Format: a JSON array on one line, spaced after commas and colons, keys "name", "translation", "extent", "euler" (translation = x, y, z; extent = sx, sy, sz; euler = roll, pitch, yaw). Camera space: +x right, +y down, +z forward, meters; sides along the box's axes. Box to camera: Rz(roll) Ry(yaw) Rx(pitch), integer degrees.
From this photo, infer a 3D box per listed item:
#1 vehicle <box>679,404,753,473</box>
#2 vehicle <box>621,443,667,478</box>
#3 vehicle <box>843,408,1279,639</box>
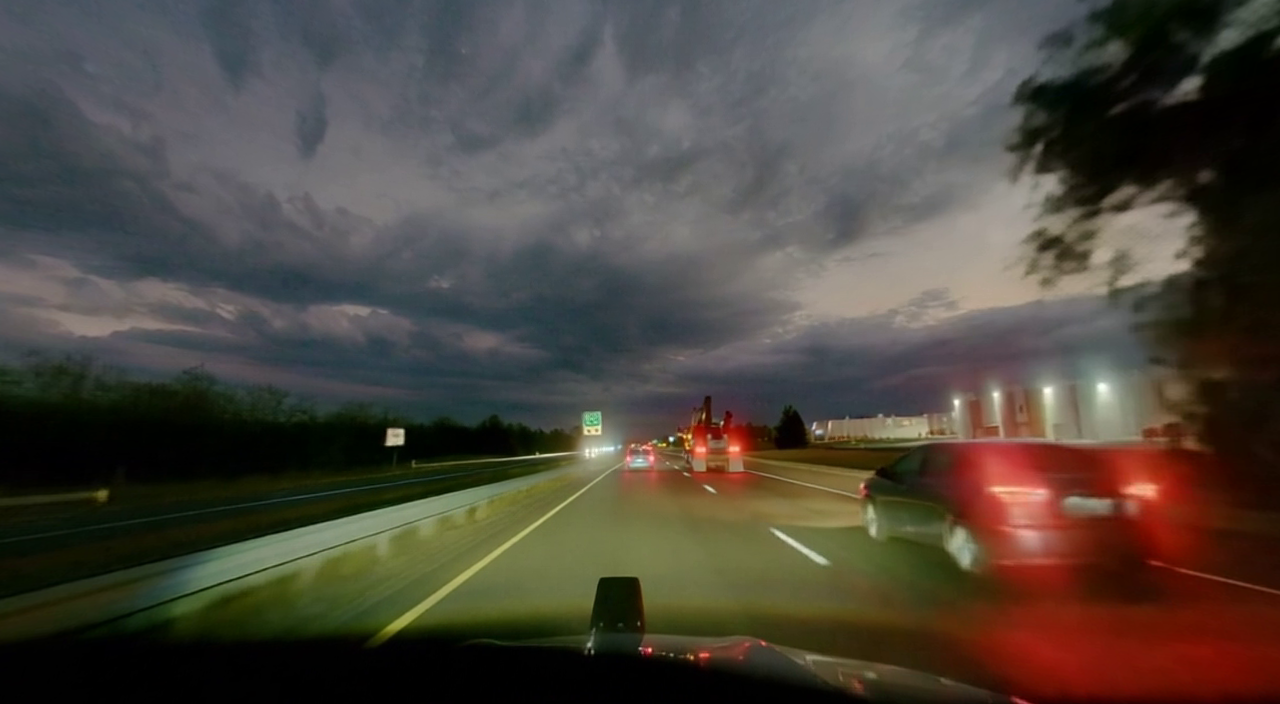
[{"name": "vehicle", "translation": [4.159, 5.107, 36.703], "extent": [3.089, 3.568, 8.101], "euler": [0, -9, -1]}, {"name": "vehicle", "translation": [0.153, 5.138, 30.040], "extent": [2.045, 1.527, 4.023], "euler": [0, -9, -1]}, {"name": "vehicle", "translation": [3.771, 1.452, 6.234], "extent": [2.168, 1.529, 3.883], "euler": [0, -9, 0]}]
